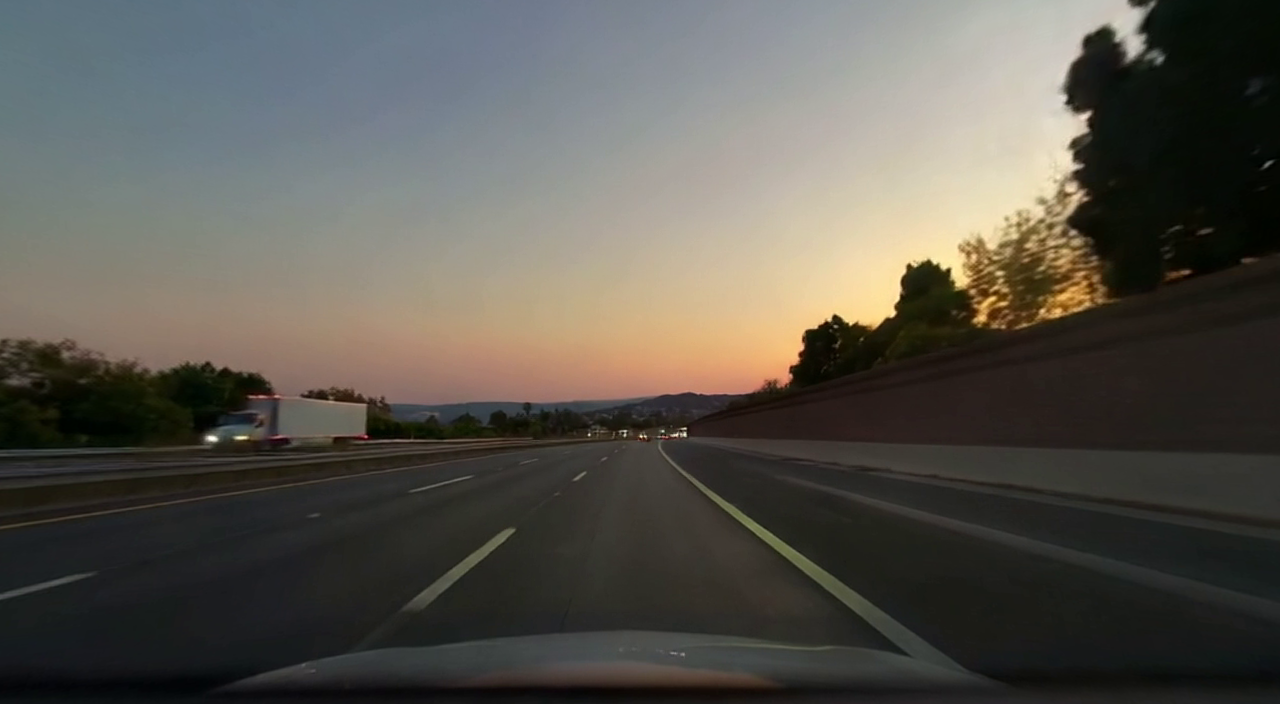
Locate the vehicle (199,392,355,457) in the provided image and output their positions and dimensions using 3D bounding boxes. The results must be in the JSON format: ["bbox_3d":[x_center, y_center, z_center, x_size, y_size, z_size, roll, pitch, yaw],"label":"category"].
[{"bbox_3d":[-26.208,5.535,46.914,3.276,4.074,14.024,0,-8,0],"label":"vehicle"}]
